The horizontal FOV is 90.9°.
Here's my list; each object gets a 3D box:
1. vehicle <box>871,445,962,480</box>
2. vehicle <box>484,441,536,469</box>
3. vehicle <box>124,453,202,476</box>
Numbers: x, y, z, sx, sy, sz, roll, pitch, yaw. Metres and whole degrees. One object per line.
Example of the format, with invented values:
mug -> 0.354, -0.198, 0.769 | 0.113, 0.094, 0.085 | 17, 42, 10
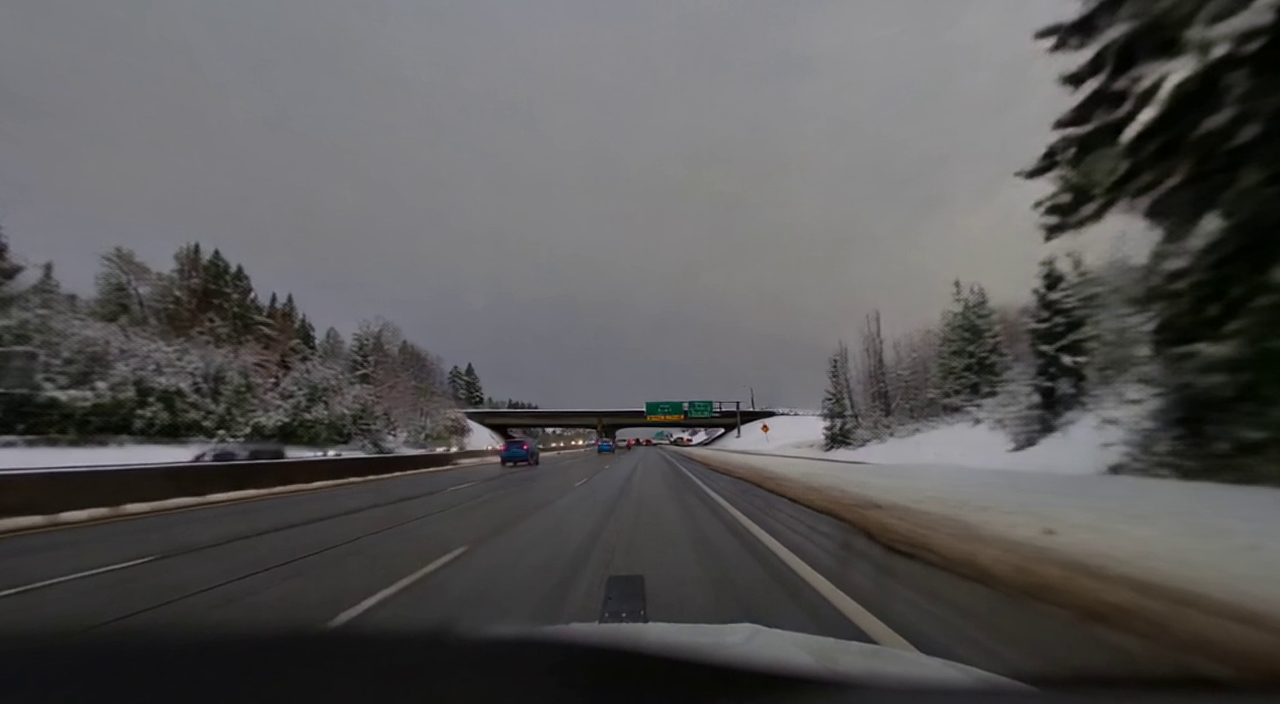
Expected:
vehicle -> 12.767, 5.098, 29.436 | 2.000, 1.515, 4.188 | 1, -8, -6
vehicle -> -7.290, 5.805, 35.795 | 1.987, 1.486, 4.174 | -1, -8, 2
vehicle -> -35.262, 8.308, 46.787 | 1.875, 1.460, 4.702 | -1, -8, 5
